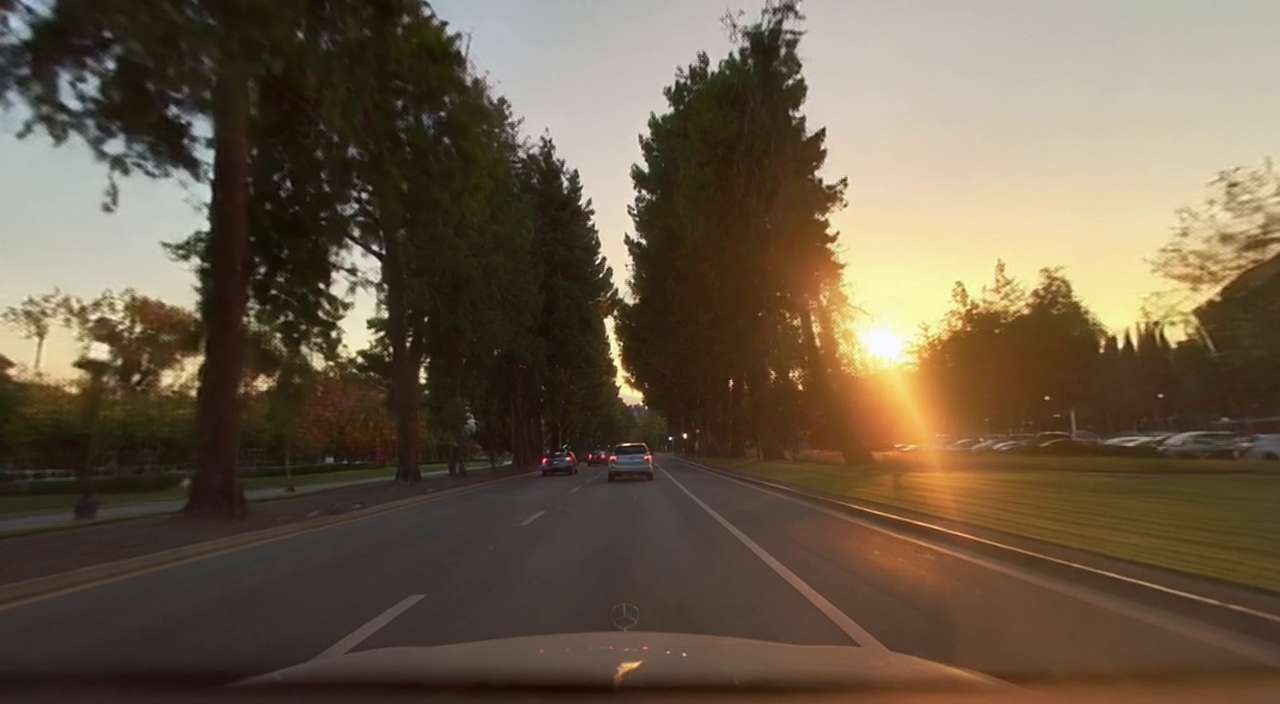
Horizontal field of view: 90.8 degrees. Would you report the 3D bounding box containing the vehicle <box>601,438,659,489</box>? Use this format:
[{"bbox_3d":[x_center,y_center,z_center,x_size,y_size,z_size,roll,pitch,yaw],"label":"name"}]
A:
[{"bbox_3d":[-0.340,4.187,24.049,2.018,1.769,3.897,0,-8,0],"label":"vehicle"}]

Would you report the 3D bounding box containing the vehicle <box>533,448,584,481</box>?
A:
[{"bbox_3d":[-4.007,5.605,31.739,1.936,1.538,4.016,0,-8,1],"label":"vehicle"}]
